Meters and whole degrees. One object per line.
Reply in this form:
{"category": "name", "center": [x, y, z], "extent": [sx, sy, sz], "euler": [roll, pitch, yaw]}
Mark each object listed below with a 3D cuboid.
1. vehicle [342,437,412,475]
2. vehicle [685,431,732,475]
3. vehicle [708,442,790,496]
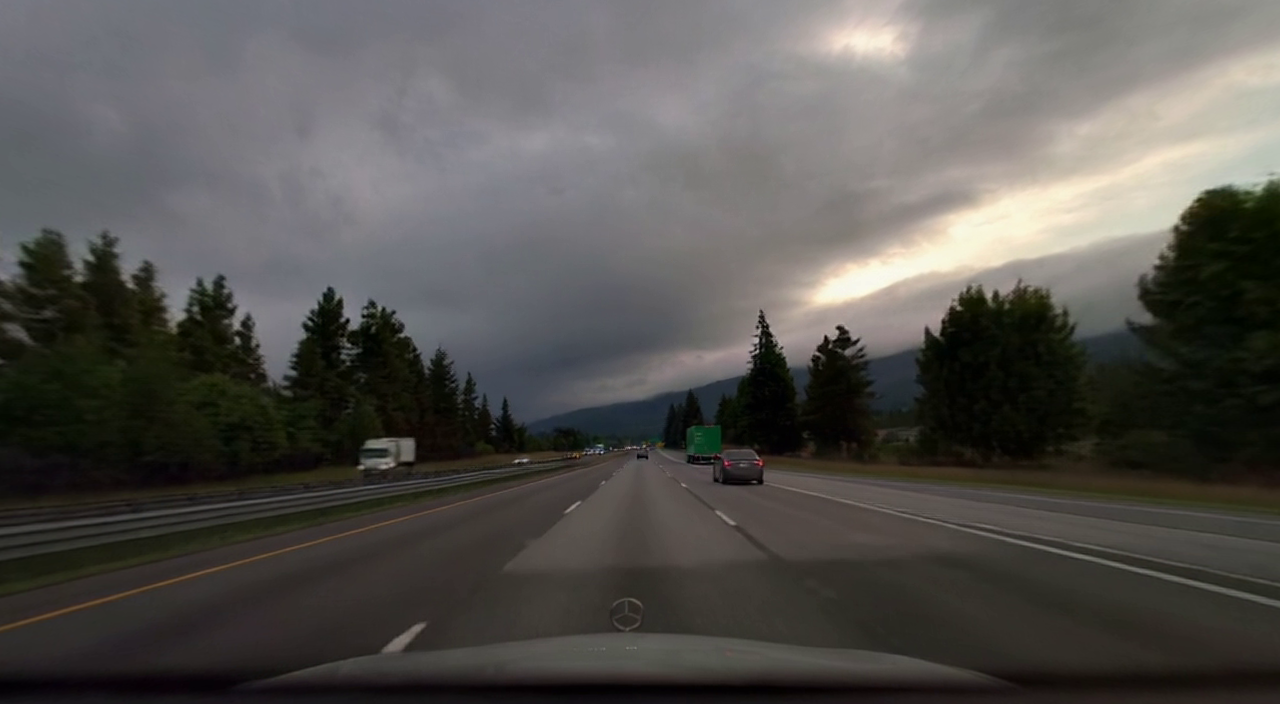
{"category": "vehicle", "center": [-18.572, 7.390, 44.951], "extent": [2.474, 2.513, 5.438], "euler": [-1, -9, 1]}
{"category": "vehicle", "center": [4.276, 6.453, 40.451], "extent": [2.300, 2.564, 5.643], "euler": [0, -9, -1]}
{"category": "vehicle", "center": [3.532, 3.879, 21.246], "extent": [2.019, 1.601, 3.953], "euler": [0, -9, 0]}
